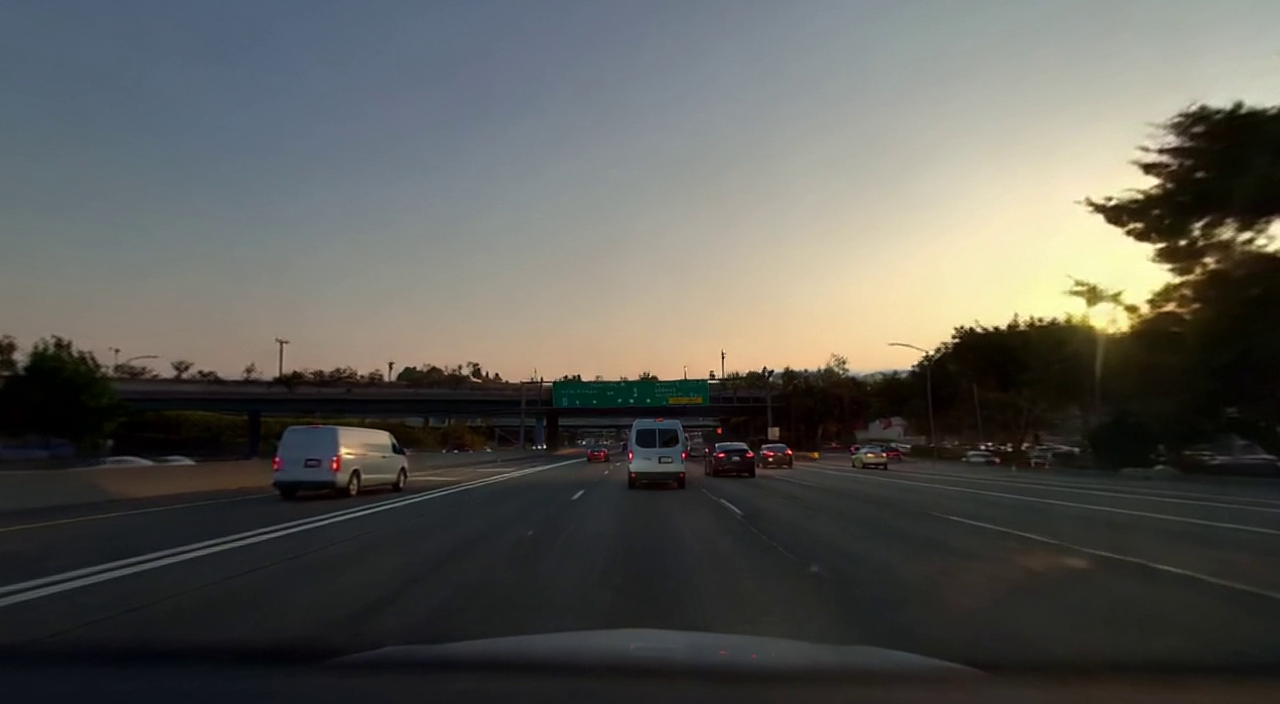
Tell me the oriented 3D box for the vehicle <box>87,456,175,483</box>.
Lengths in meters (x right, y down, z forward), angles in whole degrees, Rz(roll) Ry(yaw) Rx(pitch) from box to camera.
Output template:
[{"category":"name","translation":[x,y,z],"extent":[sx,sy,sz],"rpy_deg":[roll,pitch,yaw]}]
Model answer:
[{"category":"vehicle","translation":[-32.209,7.407,40.025],"extent":[1.804,1.504,4.468],"rpy_deg":[0,-9,1]}]

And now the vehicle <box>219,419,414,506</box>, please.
[{"category":"vehicle","translation":[-7.652,2.675,15.652],"extent":[2.192,1.776,4.957],"rpy_deg":[0,-9,0]}]

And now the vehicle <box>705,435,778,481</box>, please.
[{"category":"vehicle","translation":[3.961,4.223,25.319],"extent":[2.146,1.678,4.489],"rpy_deg":[0,-9,-1]}]

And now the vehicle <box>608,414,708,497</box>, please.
[{"category":"vehicle","translation":[0.427,2.958,18.279],"extent":[2.509,2.062,4.639],"rpy_deg":[0,-9,-1]}]

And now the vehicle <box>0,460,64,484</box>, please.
[{"category":"vehicle","translation":[-44.965,8.675,45.727],"extent":[1.805,1.525,4.591],"rpy_deg":[0,-9,0]}]
